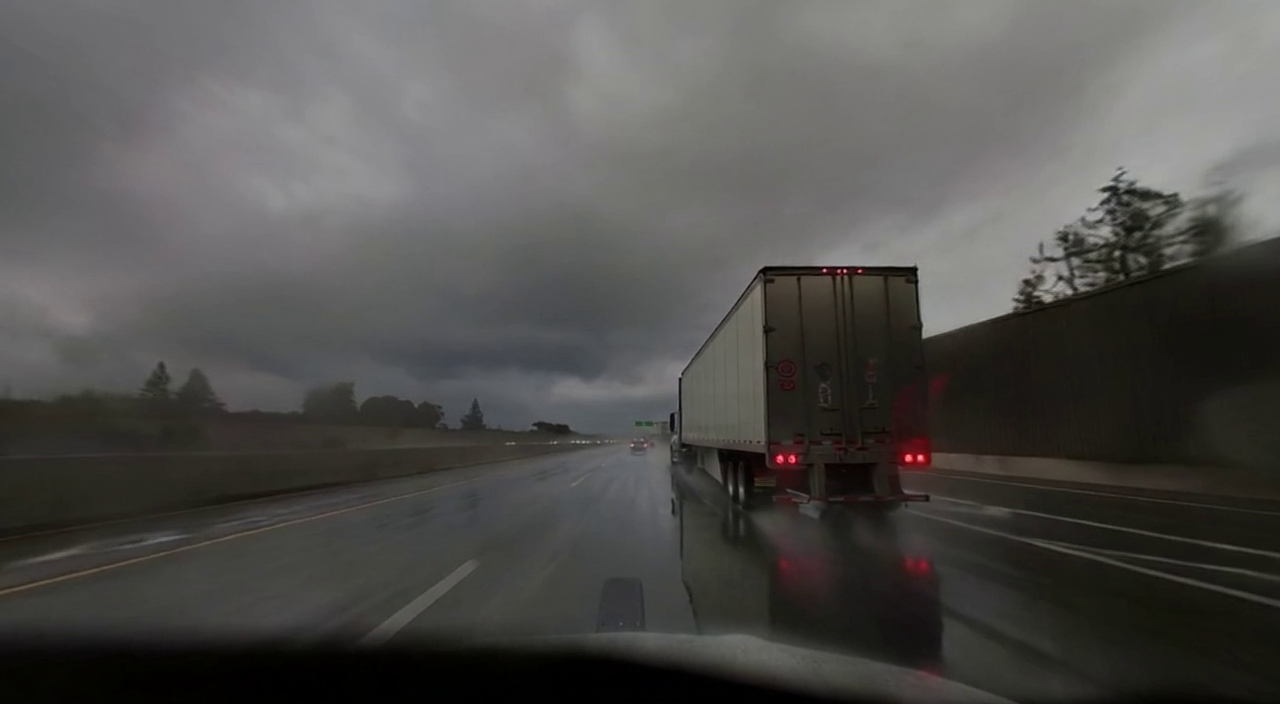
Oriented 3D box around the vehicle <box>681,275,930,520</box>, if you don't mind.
[{"bbox_3d":[3.281,1.959,18.879,2.743,4.160,16.408,0,-9,-1],"label":"vehicle"}]
